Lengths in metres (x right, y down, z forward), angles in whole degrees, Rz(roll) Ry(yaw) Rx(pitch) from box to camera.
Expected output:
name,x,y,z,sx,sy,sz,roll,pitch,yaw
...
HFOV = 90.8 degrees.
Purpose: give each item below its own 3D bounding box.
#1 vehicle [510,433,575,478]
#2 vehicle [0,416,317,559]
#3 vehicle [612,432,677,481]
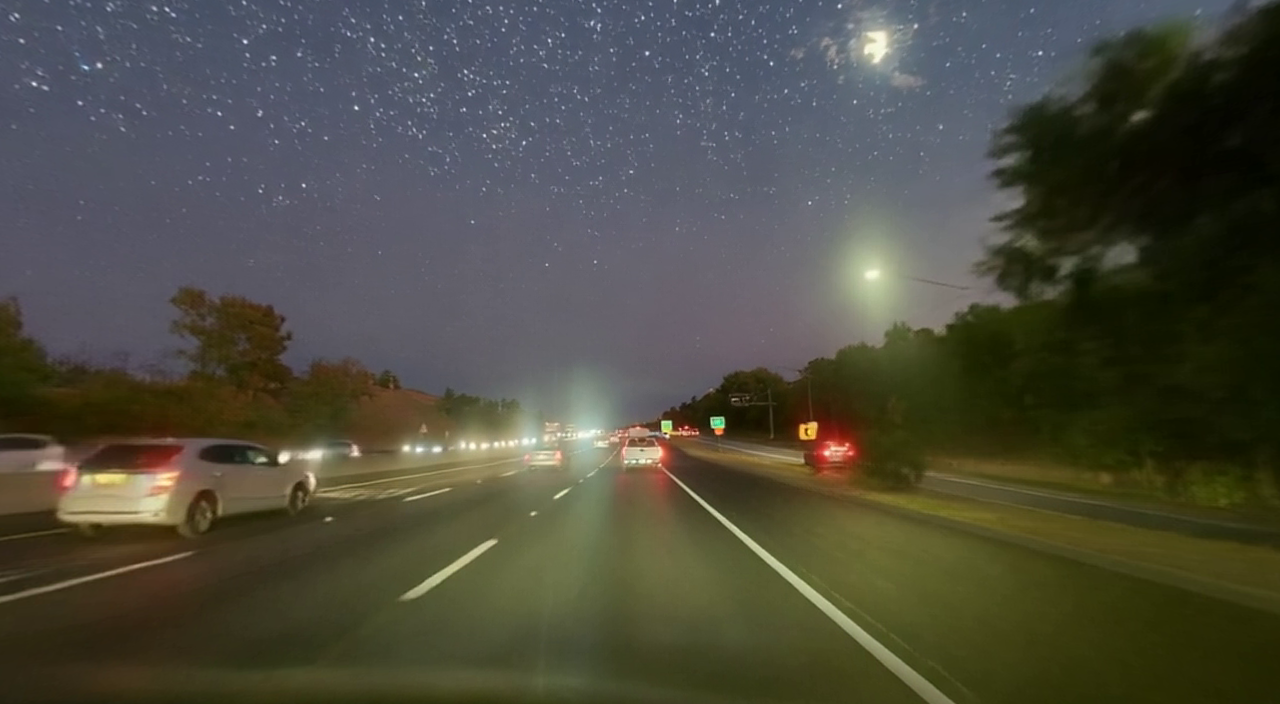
name,x,y,z,sx,sy,sz,roll,pitch,yaw
vehicle,-4.014,4.369,26.847,2.044,1.717,4.421,0,-8,0
vehicle,-7.363,1.933,9.823,2.195,1.652,4.733,0,-8,0
vehicle,0.138,4.131,25.289,2.378,1.750,4.355,0,-8,-1
